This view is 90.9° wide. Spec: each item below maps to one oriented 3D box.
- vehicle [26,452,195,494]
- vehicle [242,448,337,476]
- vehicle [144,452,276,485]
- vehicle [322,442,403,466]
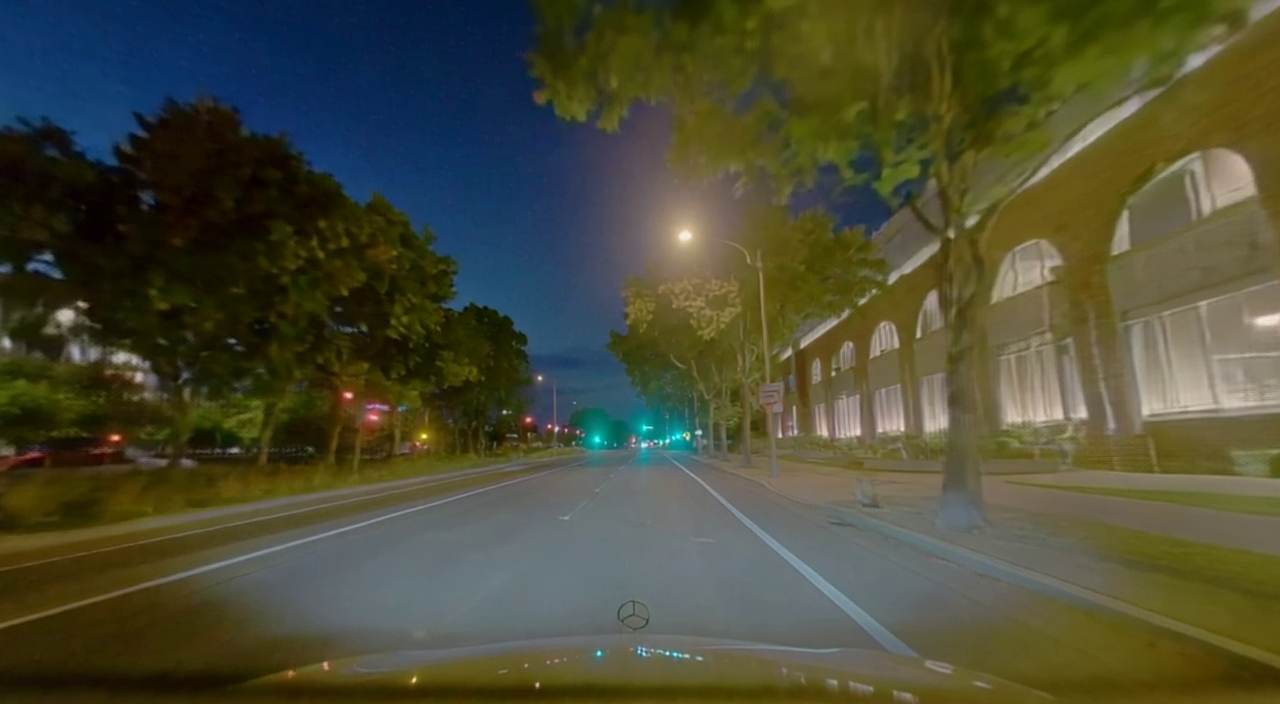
[{"bbox_3d":[-19.812,4.538,23.760,4.503,1.462,1.993,0,-8,-1],"label":"vehicle"},{"bbox_3d":[-19.116,5.991,34.501,4.005,1.433,1.953,0,-8,0],"label":"vehicle"},{"bbox_3d":[-19.535,5.278,28.775,4.567,1.402,1.910,0,-8,0],"label":"vehicle"},{"bbox_3d":[-18.836,6.935,42.905,4.606,1.544,1.965,0,-8,0],"label":"vehicle"}]
